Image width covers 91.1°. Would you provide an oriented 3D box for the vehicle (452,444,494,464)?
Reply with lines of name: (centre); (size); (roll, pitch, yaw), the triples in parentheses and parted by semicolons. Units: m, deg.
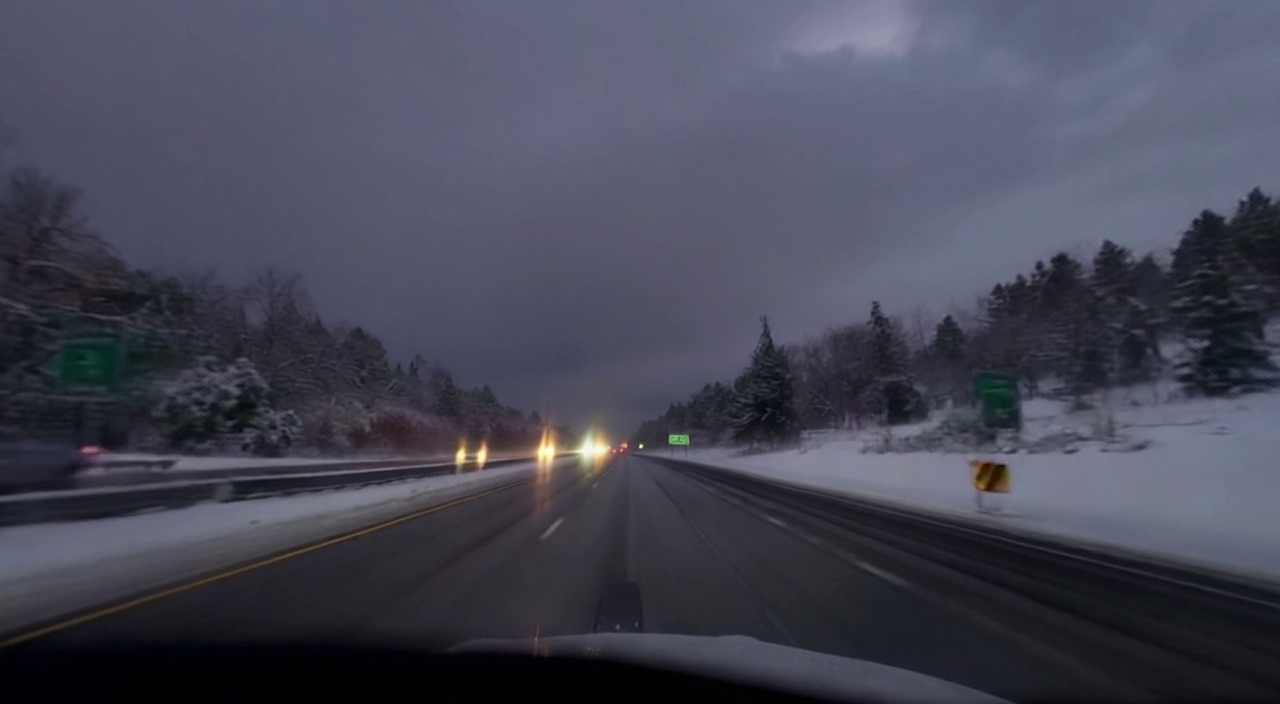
vehicle: (-12.893, 7.927, 48.860); (2.027, 1.452, 4.580); (0, -9, -1)
